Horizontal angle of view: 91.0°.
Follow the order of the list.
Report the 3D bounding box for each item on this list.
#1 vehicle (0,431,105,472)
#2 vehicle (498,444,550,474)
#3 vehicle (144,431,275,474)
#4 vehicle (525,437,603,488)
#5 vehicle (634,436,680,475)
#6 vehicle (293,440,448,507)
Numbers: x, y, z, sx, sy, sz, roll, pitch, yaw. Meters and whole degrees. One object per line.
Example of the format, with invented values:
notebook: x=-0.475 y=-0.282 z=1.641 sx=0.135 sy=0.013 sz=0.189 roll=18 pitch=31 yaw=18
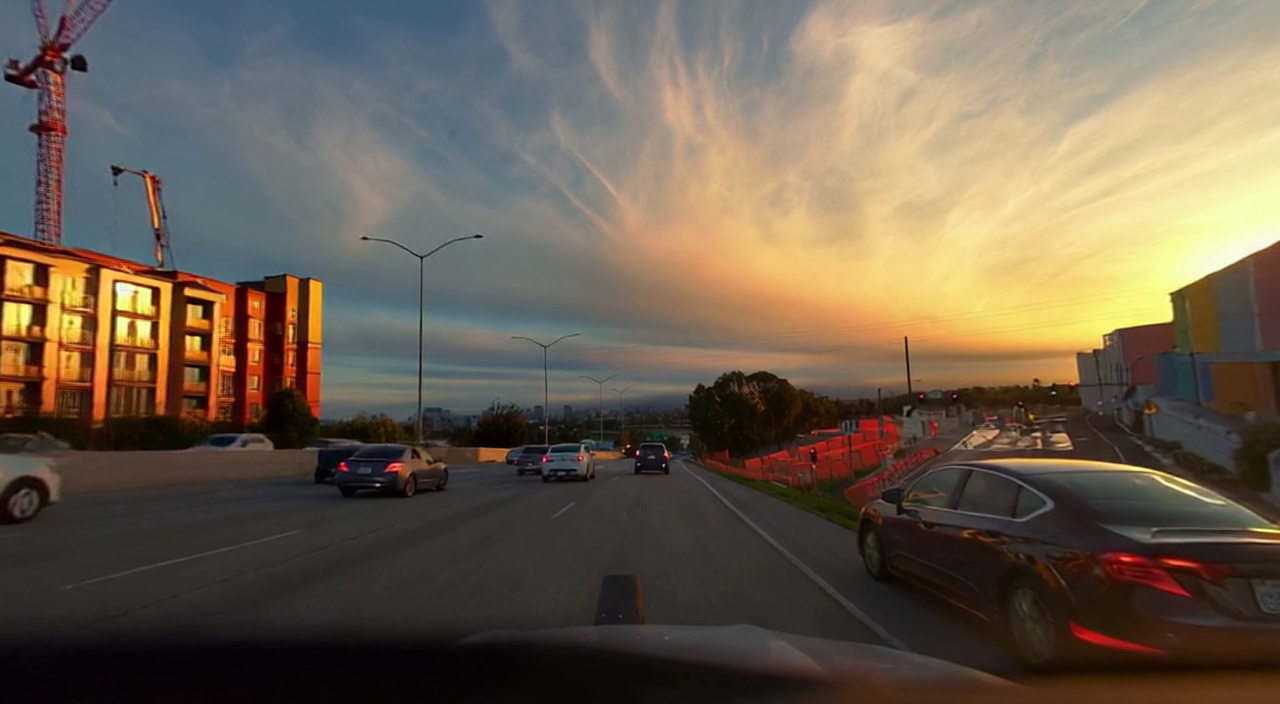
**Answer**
vehicle: x=-26.291 y=4.321 z=27.448 sx=1.849 sy=1.608 sz=4.463 roll=0 pitch=-9 yaw=2
vehicle: x=-6.265 y=5.801 z=34.514 sx=1.931 sy=1.505 sz=4.386 roll=0 pitch=-9 yaw=2
vehicle: x=-18.823 y=4.432 z=27.896 sx=2.084 sy=1.702 sz=5.035 roll=0 pitch=-9 yaw=3
vehicle: x=-2.664 y=4.019 z=23.192 sx=2.109 sy=1.657 sz=4.554 roll=0 pitch=-9 yaw=3
vehicle: x=0.848 y=5.096 z=31.236 sx=2.116 sy=1.763 sz=4.352 roll=0 pitch=-9 yaw=1
vehicle: x=-6.776 y=3.088 z=16.490 sx=1.959 sy=1.486 sz=4.460 roll=0 pitch=-9 yaw=2
